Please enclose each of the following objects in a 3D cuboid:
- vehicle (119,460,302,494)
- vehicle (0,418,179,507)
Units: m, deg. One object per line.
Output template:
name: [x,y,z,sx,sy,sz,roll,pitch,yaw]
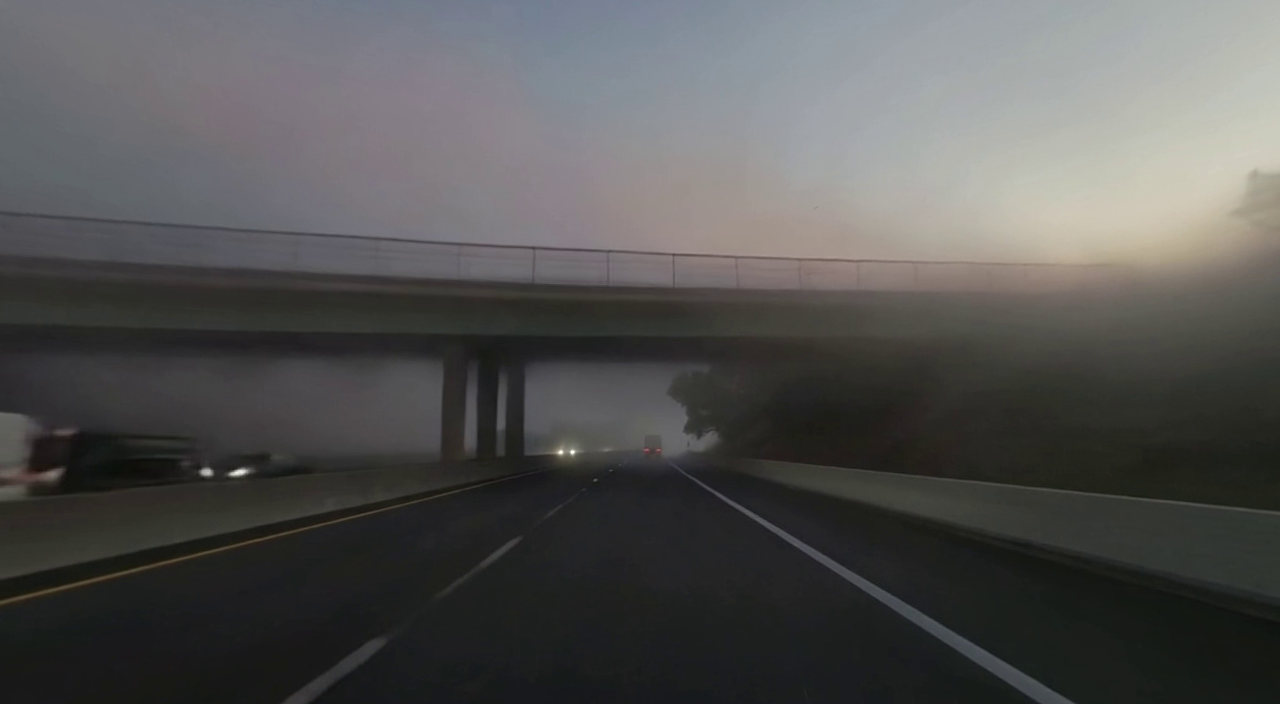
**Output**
vehicle: [-20.681,6.088,31.407,2.518,1.226,9.557,-1,-9,0]
vehicle: [-20.679,3.924,22.785,2.550,2.690,7.180,0,-9,0]
